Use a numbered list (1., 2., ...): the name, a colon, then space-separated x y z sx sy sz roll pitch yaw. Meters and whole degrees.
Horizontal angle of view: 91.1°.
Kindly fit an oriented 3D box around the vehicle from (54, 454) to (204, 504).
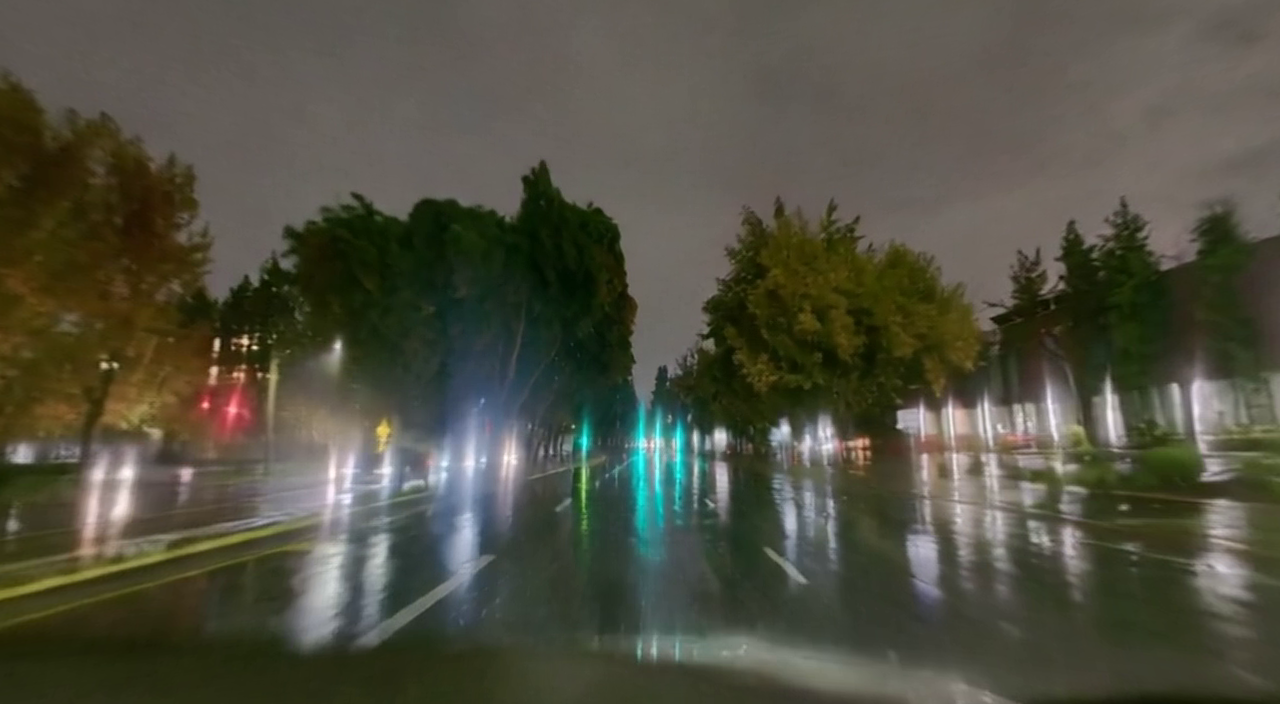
1. vehicle: -18.083 4.474 22.532 1.816 1.527 4.226 0 -9 0

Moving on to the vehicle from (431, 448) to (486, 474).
1. vehicle: -11.255 6.748 39.174 2.058 1.453 4.580 0 -9 0

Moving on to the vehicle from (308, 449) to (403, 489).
1. vehicle: -11.557 4.738 25.881 1.712 1.459 4.614 0 -9 1

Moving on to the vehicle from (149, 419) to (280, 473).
1. vehicle: -30.574 6.836 45.760 2.818 3.500 8.930 0 -9 3
